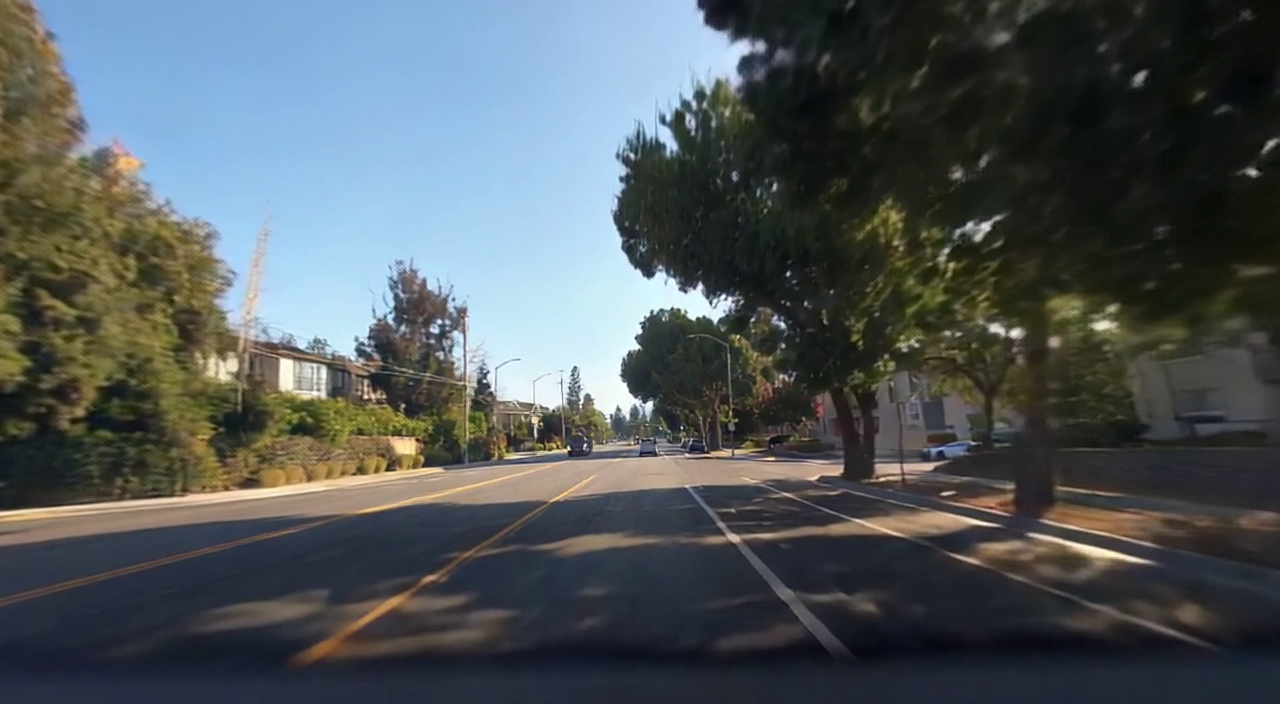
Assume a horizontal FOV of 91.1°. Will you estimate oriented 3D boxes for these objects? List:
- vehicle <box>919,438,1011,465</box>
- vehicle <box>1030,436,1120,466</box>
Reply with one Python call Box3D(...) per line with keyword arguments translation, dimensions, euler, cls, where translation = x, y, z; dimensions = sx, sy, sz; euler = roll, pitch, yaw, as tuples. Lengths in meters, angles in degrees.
Box3D(translation=(20.936, 6.393, 40.496), dimensions=(4.849, 1.470, 2.041), euler=(-1, -7, -7), cls="vehicle")
Box3D(translation=(28.736, 6.543, 41.550), dimensions=(4.686, 1.536, 2.037), euler=(6, -9, -5), cls="vehicle")
